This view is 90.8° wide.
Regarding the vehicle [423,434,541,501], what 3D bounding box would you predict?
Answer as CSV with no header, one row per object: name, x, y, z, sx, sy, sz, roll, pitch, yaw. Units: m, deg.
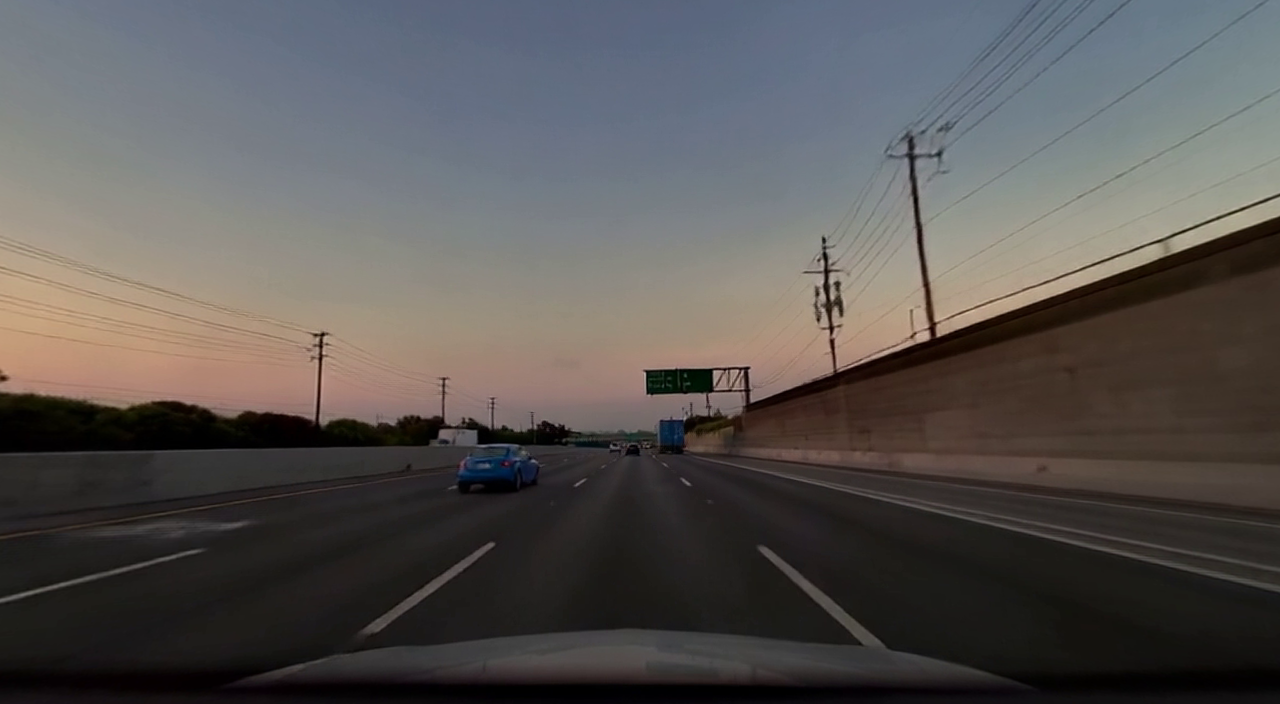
vehicle,-3.978,2.994,16.758,2.009,1.533,4.175,0,-9,1
